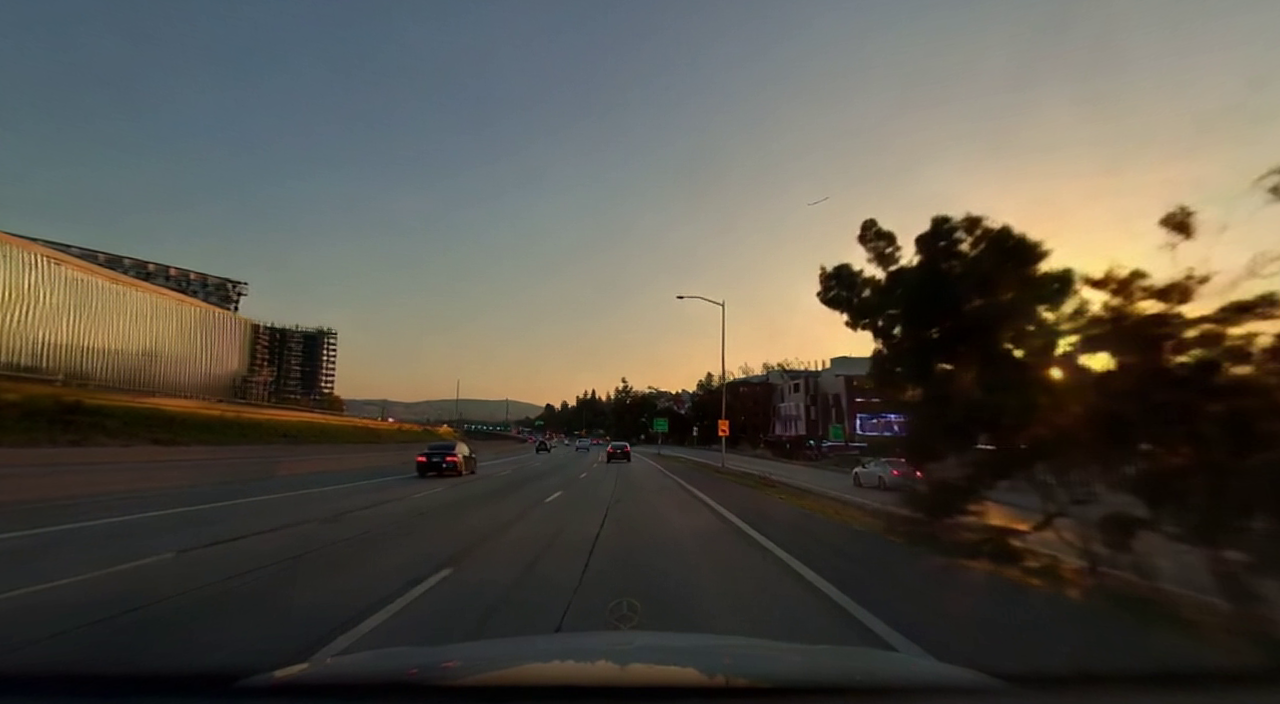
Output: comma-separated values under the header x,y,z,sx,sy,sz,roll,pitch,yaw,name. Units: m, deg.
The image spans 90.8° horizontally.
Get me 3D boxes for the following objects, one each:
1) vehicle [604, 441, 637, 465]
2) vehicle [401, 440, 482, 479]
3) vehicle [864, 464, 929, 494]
x,y,z,sx,sy,sz,roll,pitch,yaw,name
-1.289,6.479,40.624,2.038,1.414,4.357,0,-9,-3,vehicle
-8.119,4.418,26.266,2.009,1.454,4.250,0,-9,-1,vehicle
17.445,8.638,43.203,2.023,1.782,4.193,2,-9,-12,vehicle
